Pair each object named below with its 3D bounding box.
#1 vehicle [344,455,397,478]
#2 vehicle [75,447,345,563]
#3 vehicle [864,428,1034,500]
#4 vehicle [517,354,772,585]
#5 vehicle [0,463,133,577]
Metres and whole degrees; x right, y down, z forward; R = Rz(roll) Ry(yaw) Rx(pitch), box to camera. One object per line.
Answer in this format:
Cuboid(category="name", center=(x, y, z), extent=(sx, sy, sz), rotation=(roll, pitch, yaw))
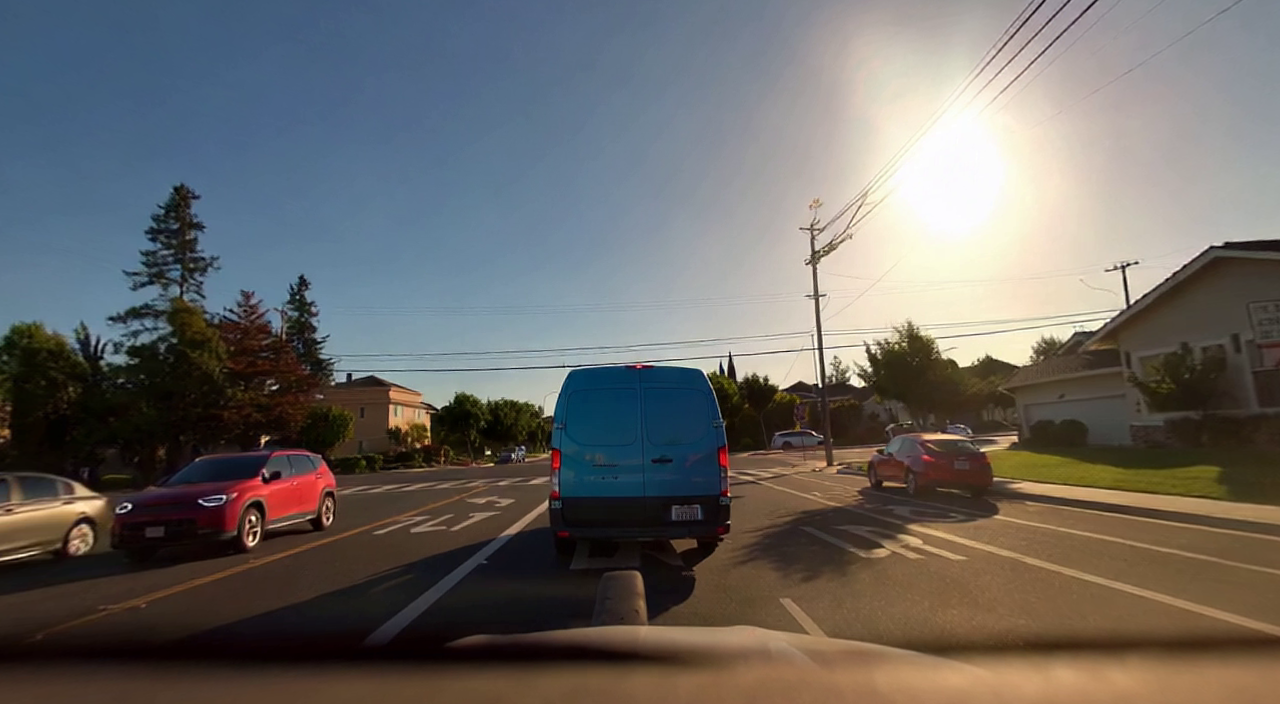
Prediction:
Cuboid(category="vehicle", center=(-18.452, 7.839, 43.491), extent=(1.816, 1.445, 4.120), rotation=(0, -9, 0))
Cuboid(category="vehicle", center=(-7.539, 2.646, 11.804), extent=(1.997, 1.724, 4.417), rotation=(0, -9, -1))
Cuboid(category="vehicle", center=(7.306, 2.684, 15.526), extent=(1.883, 1.504, 4.220), rotation=(0, -9, -3))
Cuboid(category="vehicle", center=(0.053, 1.443, 8.347), extent=(2.342, 2.142, 4.809), rotation=(0, -9, 0))
Cuboid(category="vehicle", center=(-10.494, 2.560, 9.537), extent=(1.986, 1.610, 4.456), rotation=(0, -9, -1))
